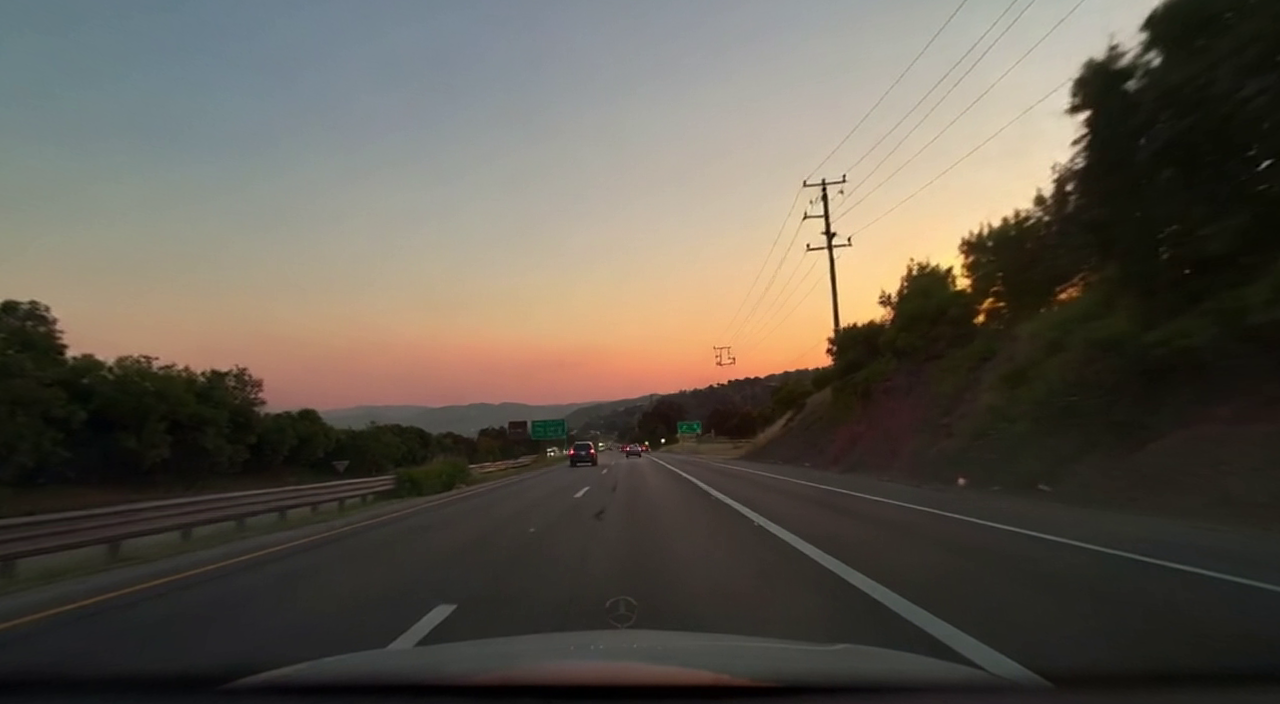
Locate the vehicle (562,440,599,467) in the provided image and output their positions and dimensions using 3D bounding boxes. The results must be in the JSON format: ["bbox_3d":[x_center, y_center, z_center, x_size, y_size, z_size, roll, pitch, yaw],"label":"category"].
[{"bbox_3d":[-4.172,7.182,44.964,2.130,1.823,4.761,0,-8,1],"label":"vehicle"}]
